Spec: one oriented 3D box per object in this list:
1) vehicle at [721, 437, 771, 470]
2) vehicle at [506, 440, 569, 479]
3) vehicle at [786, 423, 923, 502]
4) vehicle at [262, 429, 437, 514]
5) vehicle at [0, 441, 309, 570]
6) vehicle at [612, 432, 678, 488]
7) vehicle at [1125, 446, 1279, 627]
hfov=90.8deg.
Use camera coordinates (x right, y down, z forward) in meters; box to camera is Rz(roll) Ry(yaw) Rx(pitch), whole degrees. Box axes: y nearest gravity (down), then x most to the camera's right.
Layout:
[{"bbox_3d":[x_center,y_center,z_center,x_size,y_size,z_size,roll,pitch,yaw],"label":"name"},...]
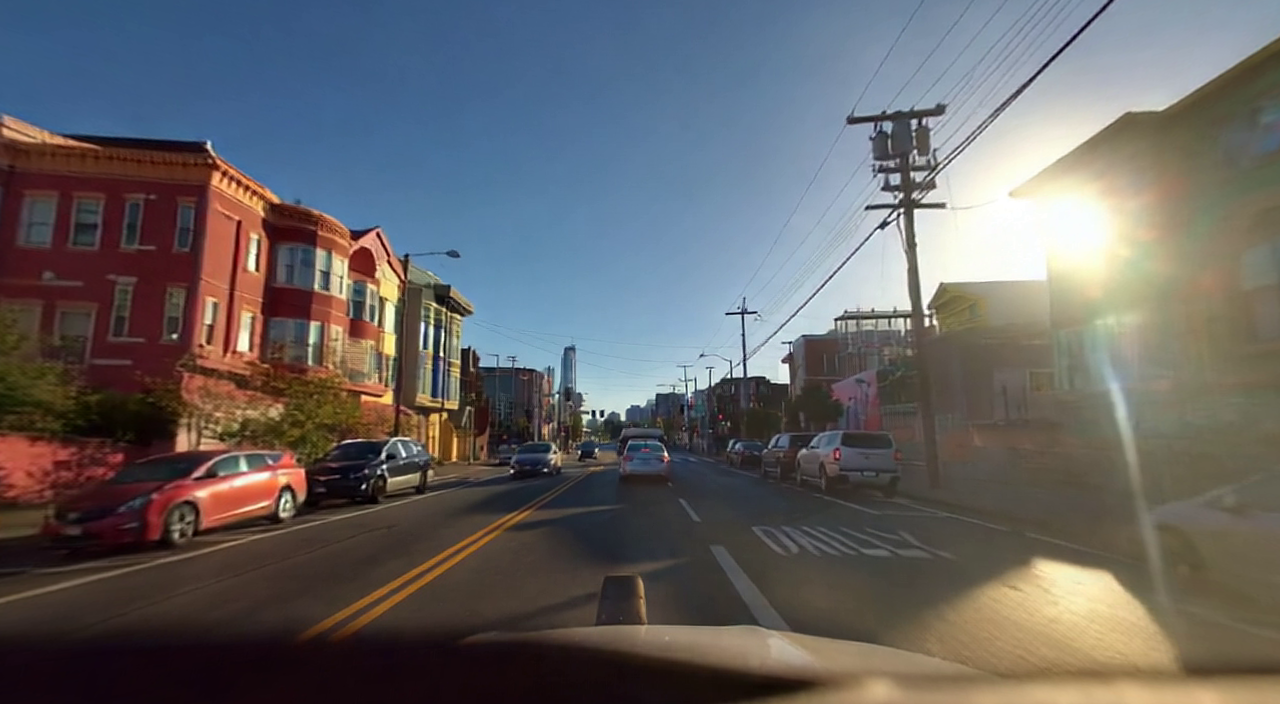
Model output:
[{"bbox_3d":[6.574,6.342,39.701,2.197,1.917,5.637,0,-9,0],"label":"vehicle"},{"bbox_3d":[-4.252,4.535,26.988,1.944,1.515,4.428,0,-9,0],"label":"vehicle"},{"bbox_3d":[6.347,3.369,19.683,2.203,2.052,5.975,0,-9,0],"label":"vehicle"},{"bbox_3d":[-7.336,3.023,16.765,2.095,1.847,5.290,0,-8,0],"label":"vehicle"},{"bbox_3d":[-7.293,2.198,9.972,1.928,1.552,4.234,0,-8,-2],"label":"vehicle"},{"bbox_3d":[0.200,3.530,20.915,1.980,1.635,3.795,0,-9,1],"label":"vehicle"},{"bbox_3d":[6.520,1.551,5.100,1.842,1.561,4.084,1,-9,-2],"label":"vehicle"}]
